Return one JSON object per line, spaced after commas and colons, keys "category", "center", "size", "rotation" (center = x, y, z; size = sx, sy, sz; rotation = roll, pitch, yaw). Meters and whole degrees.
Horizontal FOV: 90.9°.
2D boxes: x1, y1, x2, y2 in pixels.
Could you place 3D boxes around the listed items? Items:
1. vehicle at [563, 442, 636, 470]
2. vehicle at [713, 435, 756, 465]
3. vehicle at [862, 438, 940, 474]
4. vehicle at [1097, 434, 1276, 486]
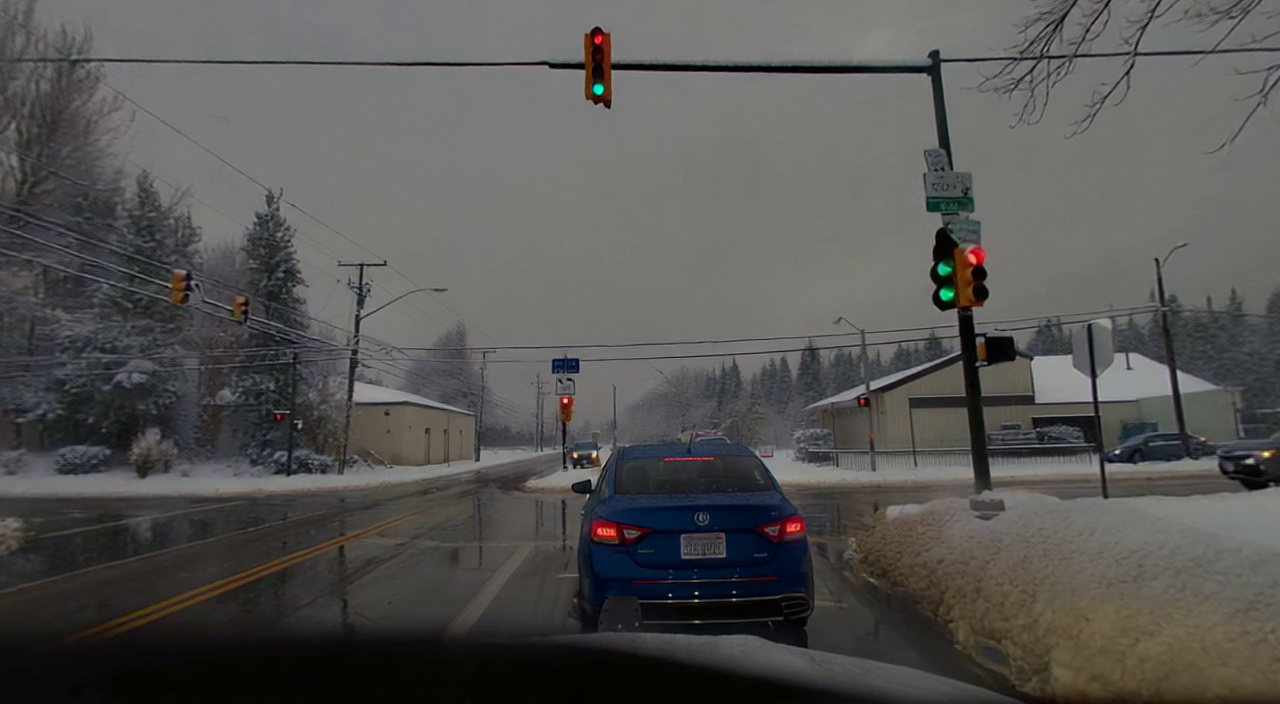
{"category": "vehicle", "center": [-2.436, 6.151, 37.552], "size": [3.991, 1.526, 1.868], "rotation": [-4, -9, 30]}
{"category": "vehicle", "center": [6.917, 7.150, 46.186], "size": [1.491, 2.041, 2.964], "rotation": [6, -9, -34]}
{"category": "vehicle", "center": [12.394, 5.035, 30.248], "size": [1.922, 1.529, 3.964], "rotation": [0, -12, -1]}
{"category": "vehicle", "center": [16.796, 3.321, 19.517], "size": [3.876, 1.512, 1.784], "rotation": [0, -8, -1]}
